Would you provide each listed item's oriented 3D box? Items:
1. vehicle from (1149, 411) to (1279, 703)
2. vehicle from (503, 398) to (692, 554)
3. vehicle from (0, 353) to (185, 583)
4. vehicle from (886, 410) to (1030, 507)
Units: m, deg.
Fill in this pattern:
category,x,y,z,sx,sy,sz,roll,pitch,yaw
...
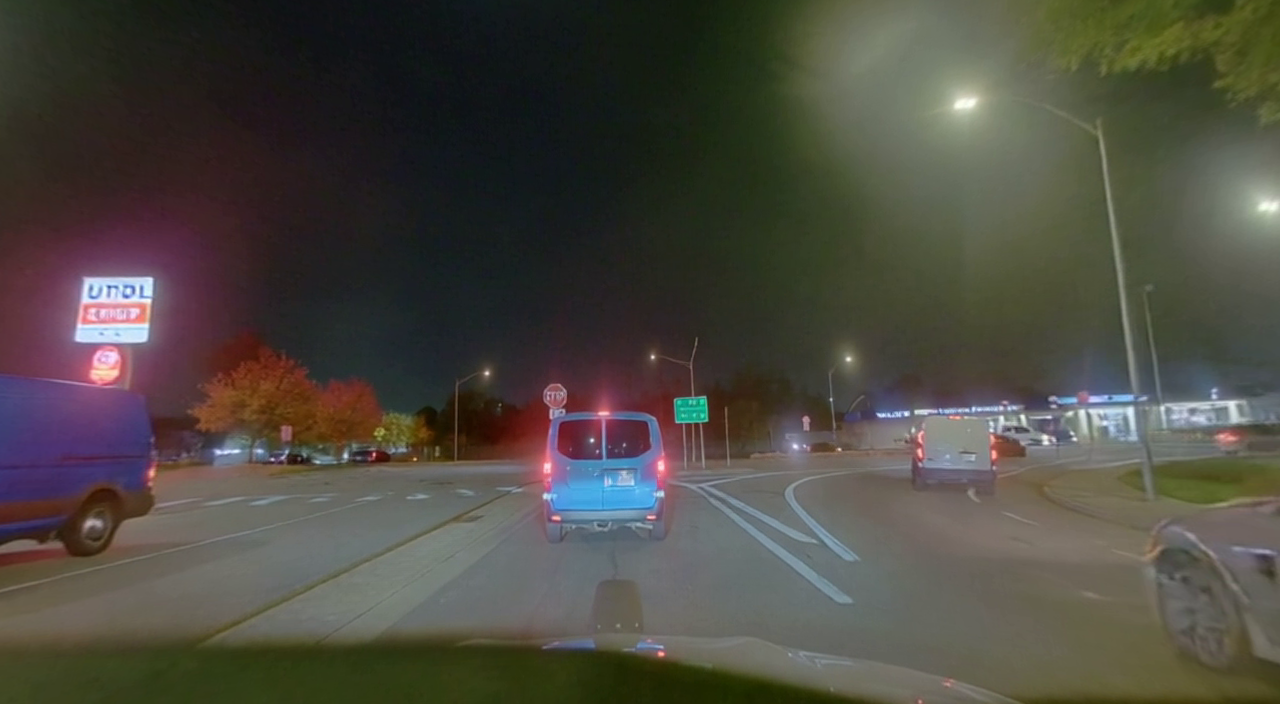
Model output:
category,x,y,z,sx,sy,sz,roll,pitch,yaw
vehicle,4.084,0.786,1.357,2.079,1.504,4.828,0,-9,2
vehicle,-0.432,1.813,9.823,2.237,1.828,4.546,0,-9,2
vehicle,-8.016,1.248,6.789,2.426,2.410,5.046,0,-9,0
vehicle,7.564,2.590,15.654,2.204,1.973,4.946,-2,-9,16
